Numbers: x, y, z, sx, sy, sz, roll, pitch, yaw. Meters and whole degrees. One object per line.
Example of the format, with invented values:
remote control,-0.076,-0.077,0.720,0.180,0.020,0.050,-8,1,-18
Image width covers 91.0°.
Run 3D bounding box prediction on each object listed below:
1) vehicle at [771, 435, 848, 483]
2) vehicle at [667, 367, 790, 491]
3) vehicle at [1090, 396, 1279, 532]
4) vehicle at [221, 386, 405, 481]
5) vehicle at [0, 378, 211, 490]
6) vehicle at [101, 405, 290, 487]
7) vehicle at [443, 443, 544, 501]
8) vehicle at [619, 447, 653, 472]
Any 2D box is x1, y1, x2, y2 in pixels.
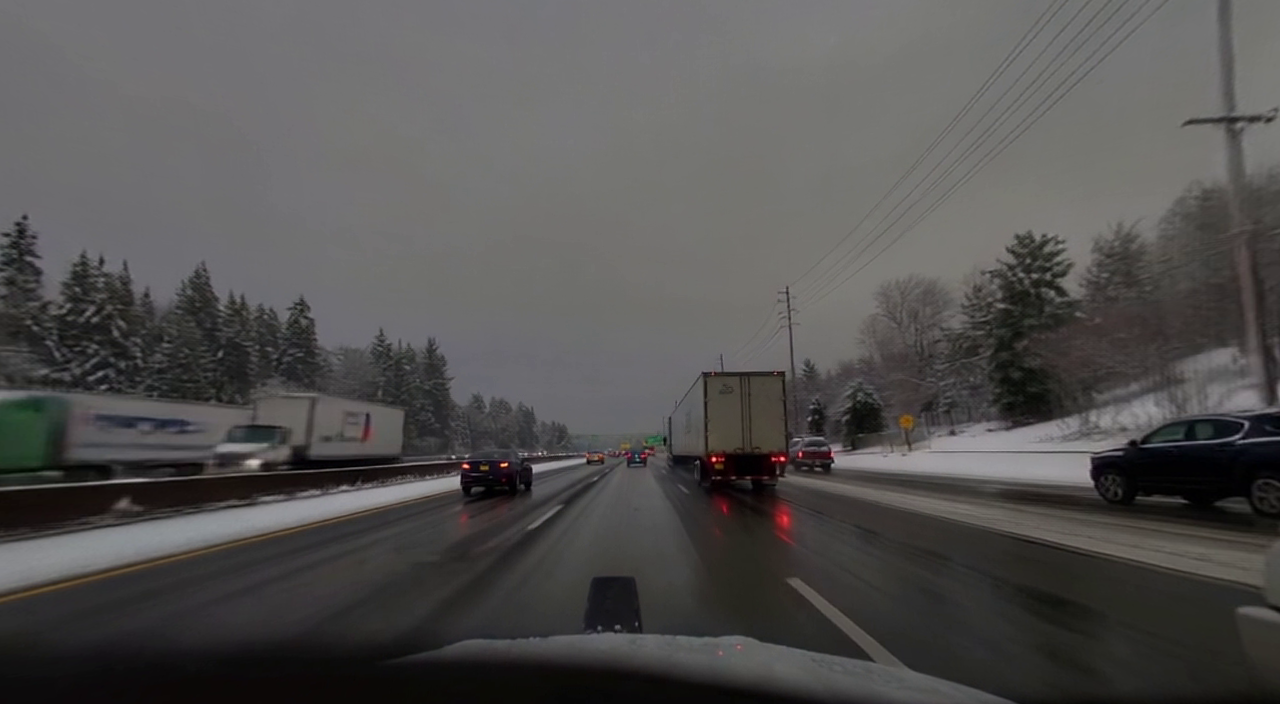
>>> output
vehicle,7.415,4.721,28.049,2.079,1.938,4.630,0,-9,0
vehicle,3.262,3.755,28.968,2.907,4.109,16.177,0,-9,-2
vehicle,11.373,1.927,10.999,2.420,2.141,5.994,0,-9,-2
vehicle,-14.886,4.020,30.165,3.017,3.713,10.643,0,-9,0
vehicle,-22.209,3.350,24.895,2.938,3.573,10.673,0,-9,0
vehicle,-18.542,4.042,27.058,2.762,3.012,7.272,0,-9,0
vehicle,-4.147,3.439,18.484,1.968,1.507,3.829,0,-9,1
vehicle,-0.224,6.785,39.833,2.047,1.485,3.938,0,-9,1
